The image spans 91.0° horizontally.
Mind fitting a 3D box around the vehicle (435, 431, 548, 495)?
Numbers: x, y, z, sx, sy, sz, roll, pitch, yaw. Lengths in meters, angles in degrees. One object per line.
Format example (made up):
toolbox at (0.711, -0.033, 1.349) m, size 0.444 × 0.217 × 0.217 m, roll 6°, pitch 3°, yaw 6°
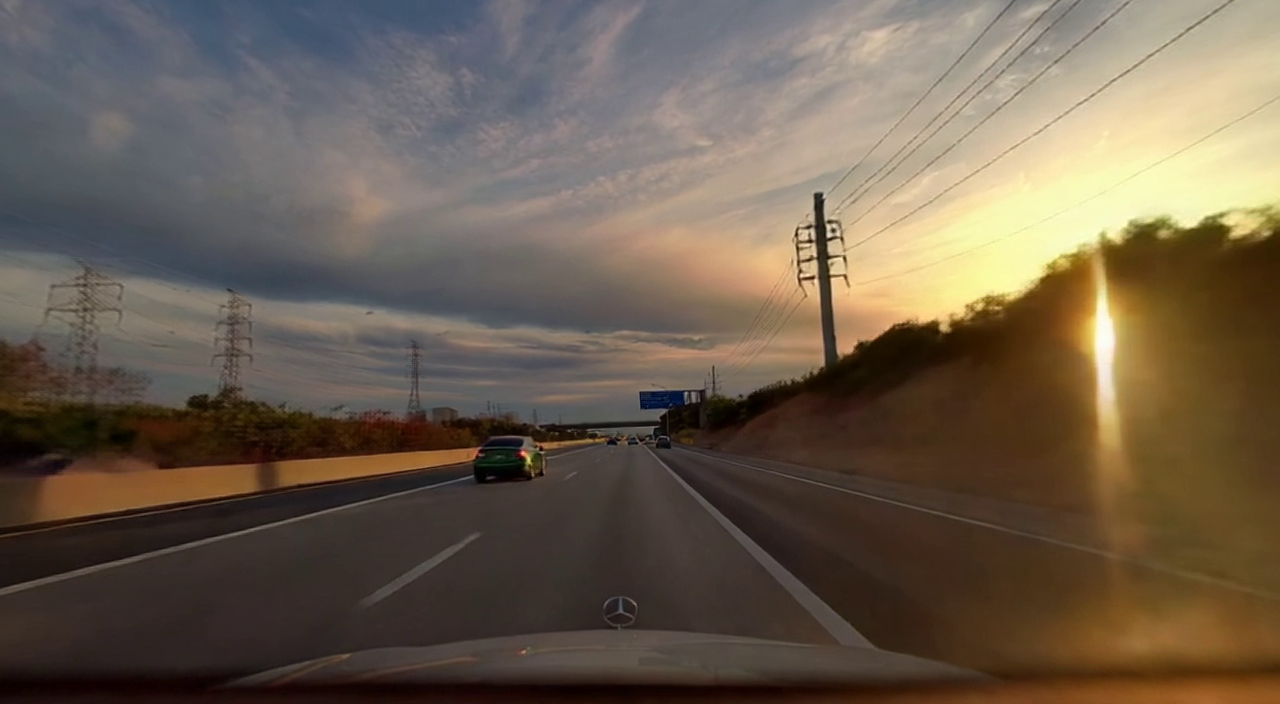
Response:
vehicle at (-3.978, 3.061, 17.836) m, size 2.016 × 1.543 × 4.870 m, roll 0°, pitch -8°, yaw 0°
